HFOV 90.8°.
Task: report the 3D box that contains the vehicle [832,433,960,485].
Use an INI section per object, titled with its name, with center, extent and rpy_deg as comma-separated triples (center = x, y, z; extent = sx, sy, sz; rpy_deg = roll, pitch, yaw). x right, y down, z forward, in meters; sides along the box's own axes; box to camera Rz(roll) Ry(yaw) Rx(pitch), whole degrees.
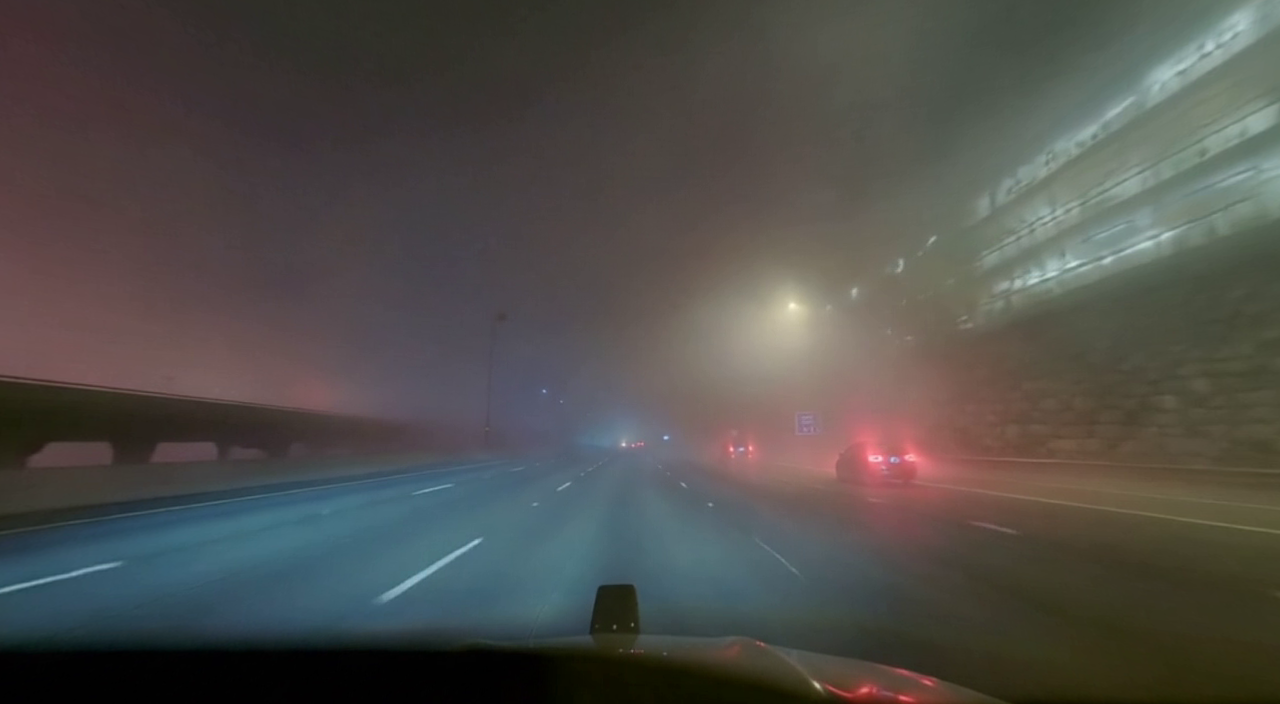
[vehicle]
center = 8.909, 3.756, 22.610
extent = 2.165, 1.636, 5.175
rpy_deg = 0, -8, -3
